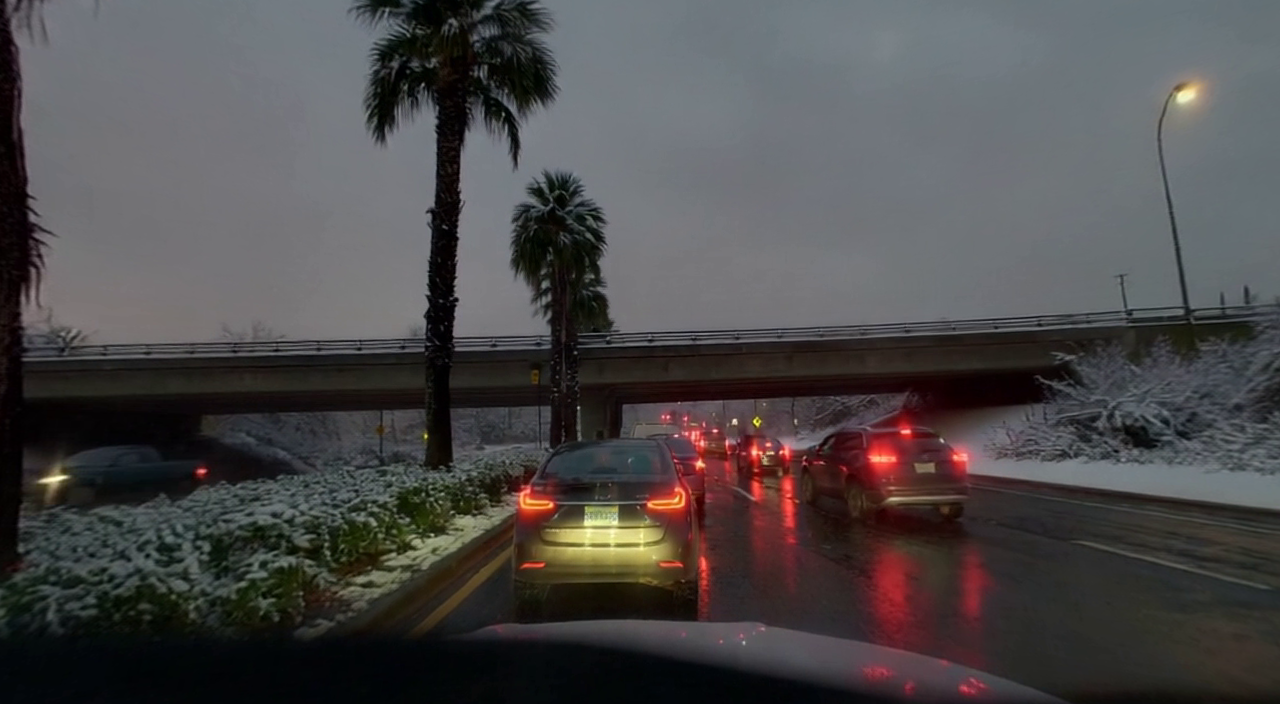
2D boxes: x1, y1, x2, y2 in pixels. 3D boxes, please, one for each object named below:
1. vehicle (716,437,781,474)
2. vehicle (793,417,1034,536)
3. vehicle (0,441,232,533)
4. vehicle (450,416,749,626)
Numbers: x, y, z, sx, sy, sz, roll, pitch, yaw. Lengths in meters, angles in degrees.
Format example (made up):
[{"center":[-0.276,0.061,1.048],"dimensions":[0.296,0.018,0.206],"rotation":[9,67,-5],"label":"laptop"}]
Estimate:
[{"center":[4.691,4.548,27.824],"dimensions":[2.034,1.517,4.840],"rotation":[0,-8,1],"label":"vehicle"},{"center":[4.338,2.063,11.059],"dimensions":[2.149,1.609,4.807],"rotation":[0,-9,1],"label":"vehicle"},{"center":[-11.709,2.887,14.117],"dimensions":[2.084,1.704,4.485],"rotation":[0,-9,-1],"label":"vehicle"},{"center":[-0.230,1.527,6.639],"dimensions":[2.172,1.506,4.018],"rotation":[0,-9,2],"label":"vehicle"}]
